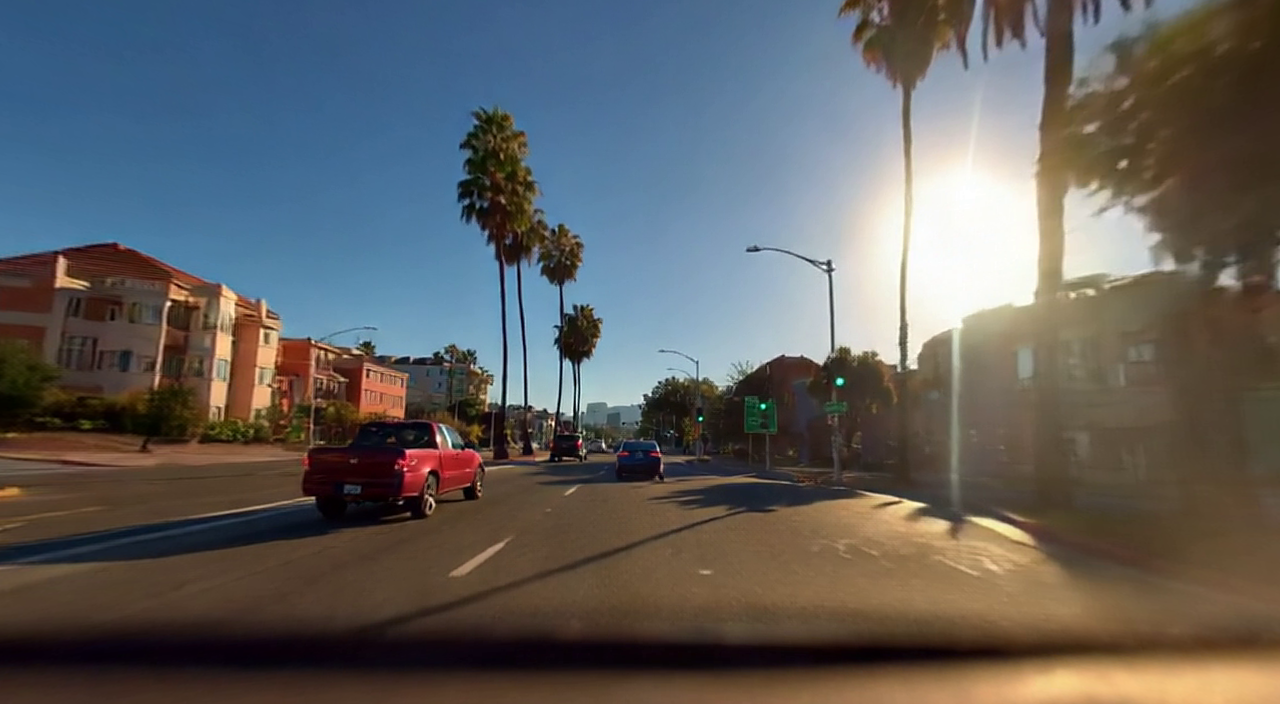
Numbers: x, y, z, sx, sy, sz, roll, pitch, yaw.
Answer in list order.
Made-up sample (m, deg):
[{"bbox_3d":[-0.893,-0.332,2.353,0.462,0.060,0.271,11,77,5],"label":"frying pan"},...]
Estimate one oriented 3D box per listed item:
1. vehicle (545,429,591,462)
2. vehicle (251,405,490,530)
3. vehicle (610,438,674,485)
[{"bbox_3d":[-4.781,6.355,42.729,2.447,2.062,5.911,-1,-8,0],"label":"vehicle"},{"bbox_3d":[-4.902,2.214,12.832,2.187,1.904,6.103,0,-8,0],"label":"vehicle"},{"bbox_3d":[0.069,3.979,23.221,2.122,1.562,4.152,0,-8,0],"label":"vehicle"}]
